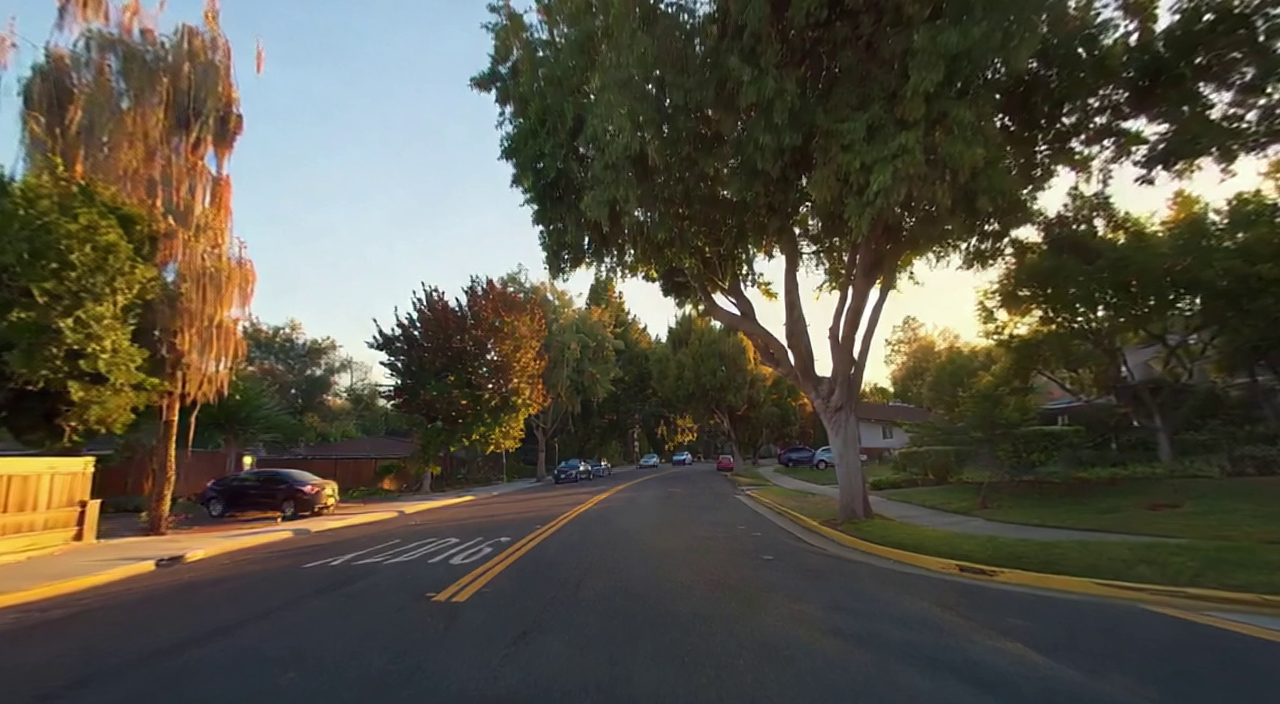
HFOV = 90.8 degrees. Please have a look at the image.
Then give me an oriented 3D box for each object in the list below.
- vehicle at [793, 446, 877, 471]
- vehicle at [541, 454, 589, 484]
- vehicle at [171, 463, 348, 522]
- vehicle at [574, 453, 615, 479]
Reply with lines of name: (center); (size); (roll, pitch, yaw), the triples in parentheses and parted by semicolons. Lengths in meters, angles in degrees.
vehicle: (12.364, 6.756, 40.205); (4.744, 1.507, 1.953); (-1, -8, 5)
vehicle: (-4.418, 7.097, 37.924); (1.886, 1.494, 4.149); (-2, -14, 7)
vehicle: (-10.574, 3.870, 17.661); (3.947, 1.442, 1.858); (-2, -9, 12)
vehicle: (-3.180, 8.203, 45.128); (1.972, 1.536, 4.347); (-2, -14, 8)
